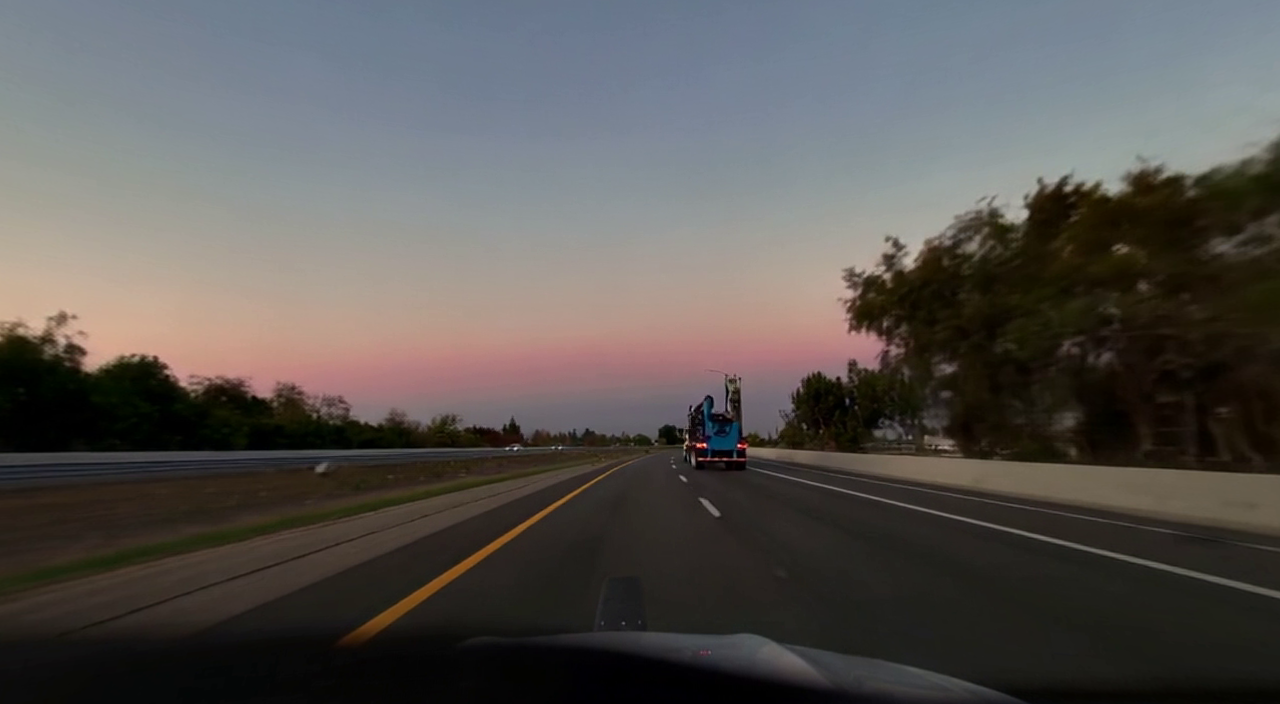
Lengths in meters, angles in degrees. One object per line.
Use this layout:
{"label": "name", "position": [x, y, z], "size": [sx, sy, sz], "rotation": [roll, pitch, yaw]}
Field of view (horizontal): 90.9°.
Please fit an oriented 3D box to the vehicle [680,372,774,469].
{"label": "vehicle", "position": [3.720, 3.261, 29.000], "size": [3.279, 3.956, 6.541], "rotation": [0, -9, -1]}
